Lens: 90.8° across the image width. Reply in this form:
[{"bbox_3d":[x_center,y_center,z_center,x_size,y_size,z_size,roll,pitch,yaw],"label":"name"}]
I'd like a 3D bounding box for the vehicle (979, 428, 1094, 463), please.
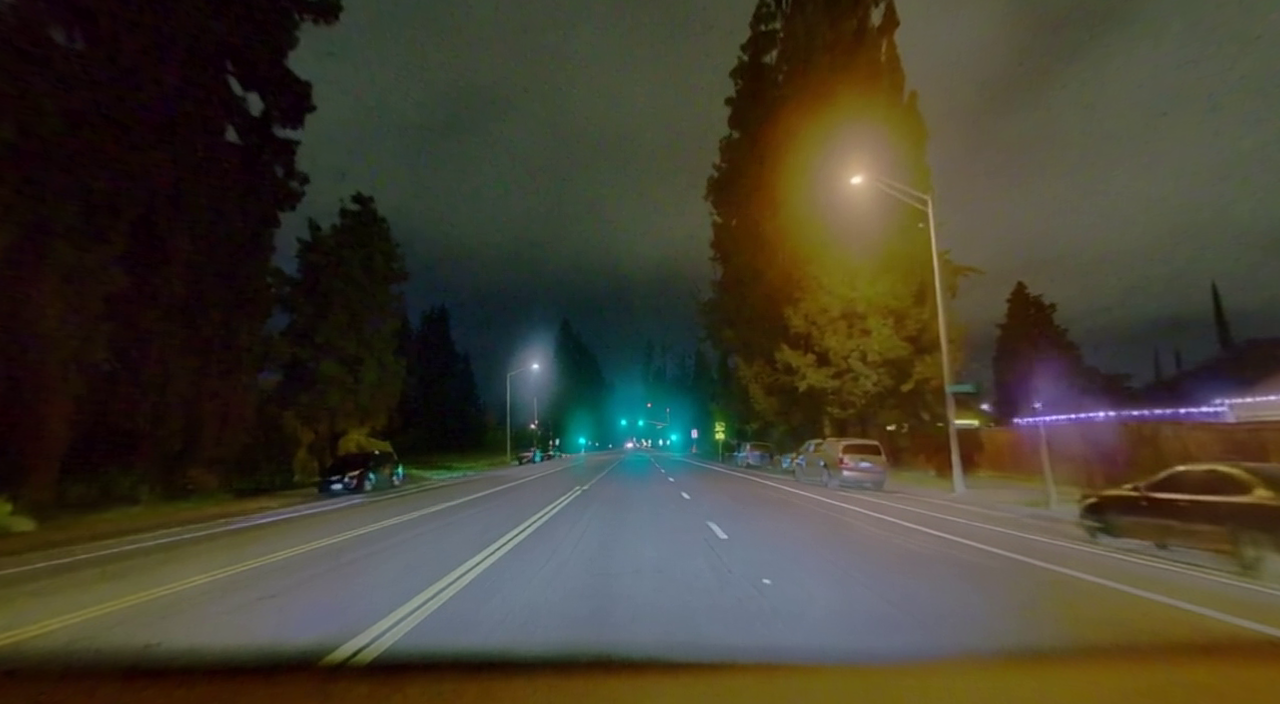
[{"bbox_3d":[20.547,4.873,32.871,4.600,1.757,2.050,0,-9,-2],"label":"vehicle"}]

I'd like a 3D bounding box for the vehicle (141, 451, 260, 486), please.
[{"bbox_3d":[-20.469,5.435,29.563,4.055,1.511,1.898,0,-9,-5],"label":"vehicle"}]

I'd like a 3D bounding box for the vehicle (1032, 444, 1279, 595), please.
[{"bbox_3d":[7.314,1.873,7.694,1.982,1.479,4.687,0,-9,-1],"label":"vehicle"}]

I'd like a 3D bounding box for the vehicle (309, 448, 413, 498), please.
[{"bbox_3d":[-10.829,4.710,24.994,2.048,1.692,4.635,-2,-9,-1],"label":"vehicle"}]

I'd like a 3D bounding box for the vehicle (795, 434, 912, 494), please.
[{"bbox_3d":[7.070,3.754,21.662,2.087,1.762,5.493,0,-8,0],"label":"vehicle"}]
